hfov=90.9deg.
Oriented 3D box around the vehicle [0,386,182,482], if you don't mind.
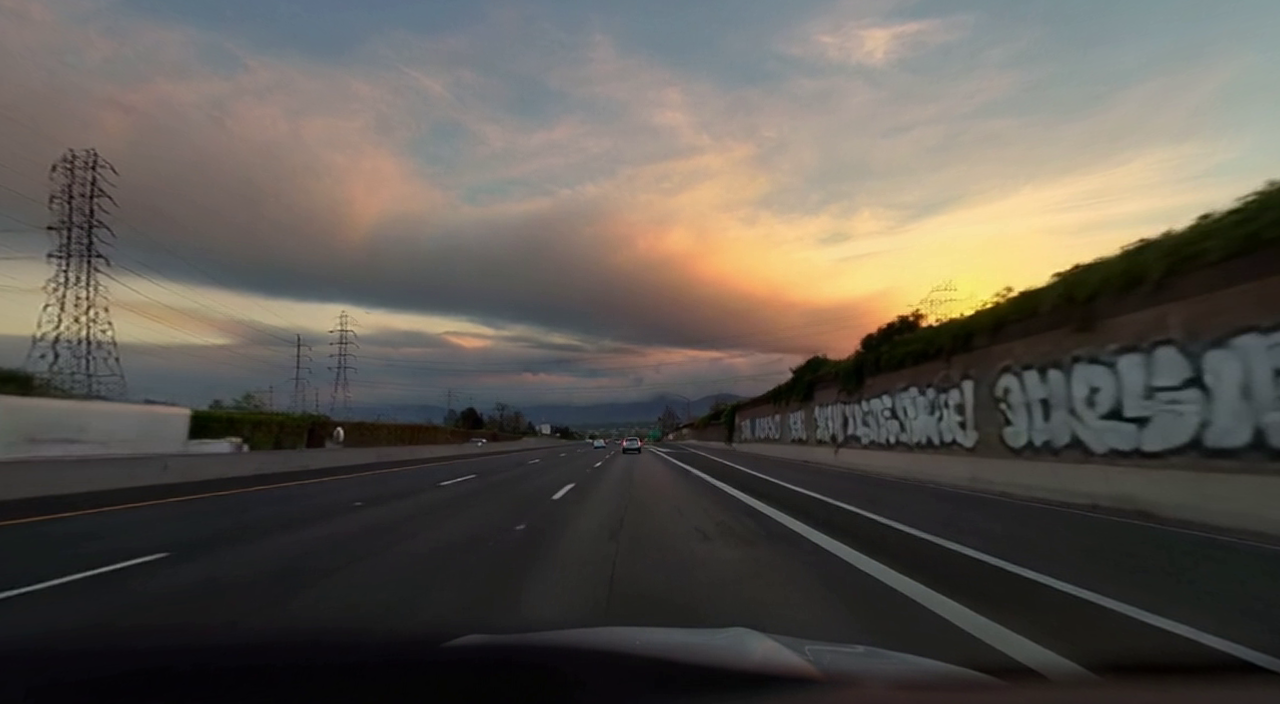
[{"bbox_3d":[-22.851,3.044,23.286,2.898,3.171,12.148,0,-8,-1],"label":"vehicle"}]
